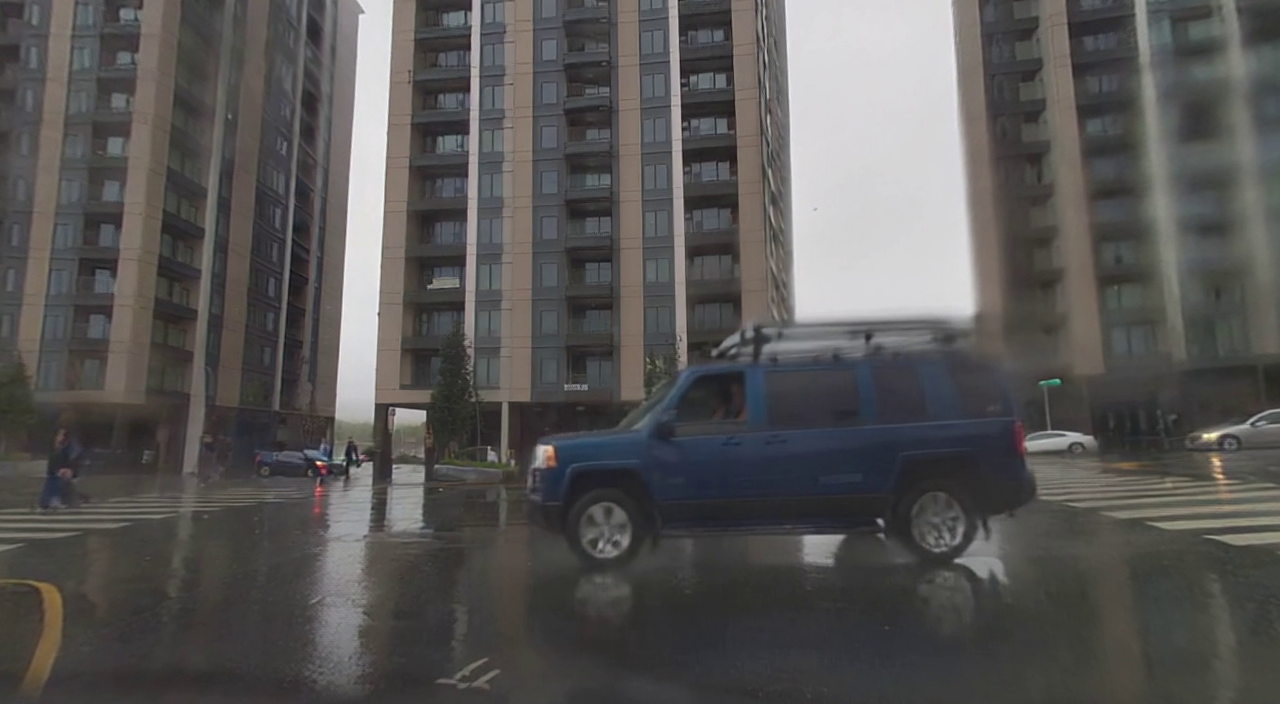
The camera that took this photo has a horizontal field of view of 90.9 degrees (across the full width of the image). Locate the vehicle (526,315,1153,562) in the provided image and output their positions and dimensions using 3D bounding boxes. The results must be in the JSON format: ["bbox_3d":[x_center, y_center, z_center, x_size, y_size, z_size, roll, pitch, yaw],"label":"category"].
[{"bbox_3d":[2.211,1.153,8.479,6.932,2.753,2.446,-1,-8,3],"label":"vehicle"}]

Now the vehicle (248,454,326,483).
[{"bbox_3d":[-19.269,6.364,34.544,3.467,1.456,1.649,4,-9,-23],"label":"vehicle"}]

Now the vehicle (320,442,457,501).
[{"bbox_3d":[-8.143,3.885,21.015,2.395,1.719,4.549,-1,-8,5],"label":"vehicle"}]

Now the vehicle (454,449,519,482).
[{"bbox_3d":[-7.624,5.681,31.716,2.164,1.494,4.235,0,-8,1],"label":"vehicle"}]
